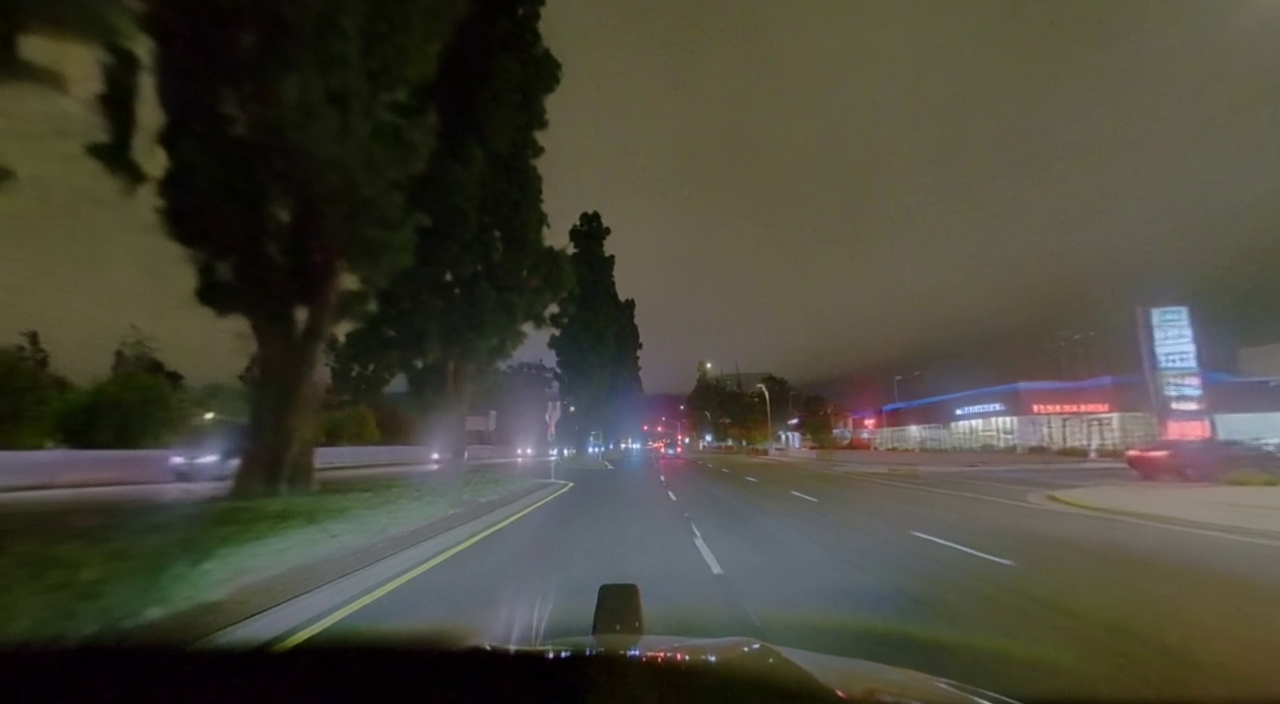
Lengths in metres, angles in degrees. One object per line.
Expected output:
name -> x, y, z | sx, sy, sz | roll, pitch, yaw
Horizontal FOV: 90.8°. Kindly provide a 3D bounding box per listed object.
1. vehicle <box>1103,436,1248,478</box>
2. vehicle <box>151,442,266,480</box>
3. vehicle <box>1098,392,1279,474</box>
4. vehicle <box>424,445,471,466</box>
vehicle -> 21.666, 4.241, 25.656 | 4.319, 1.624, 1.988 | 1, -9, -7
vehicle -> -18.310, 4.632, 27.084 | 1.881, 1.507, 4.234 | 0, -9, 0
vehicle -> 29.910, 3.986, 31.696 | 11.456, 3.682, 3.010 | -2, -7, -2
vehicle -> -14.354, 7.727, 47.388 | 1.967, 1.453, 4.539 | 0, -9, 2
